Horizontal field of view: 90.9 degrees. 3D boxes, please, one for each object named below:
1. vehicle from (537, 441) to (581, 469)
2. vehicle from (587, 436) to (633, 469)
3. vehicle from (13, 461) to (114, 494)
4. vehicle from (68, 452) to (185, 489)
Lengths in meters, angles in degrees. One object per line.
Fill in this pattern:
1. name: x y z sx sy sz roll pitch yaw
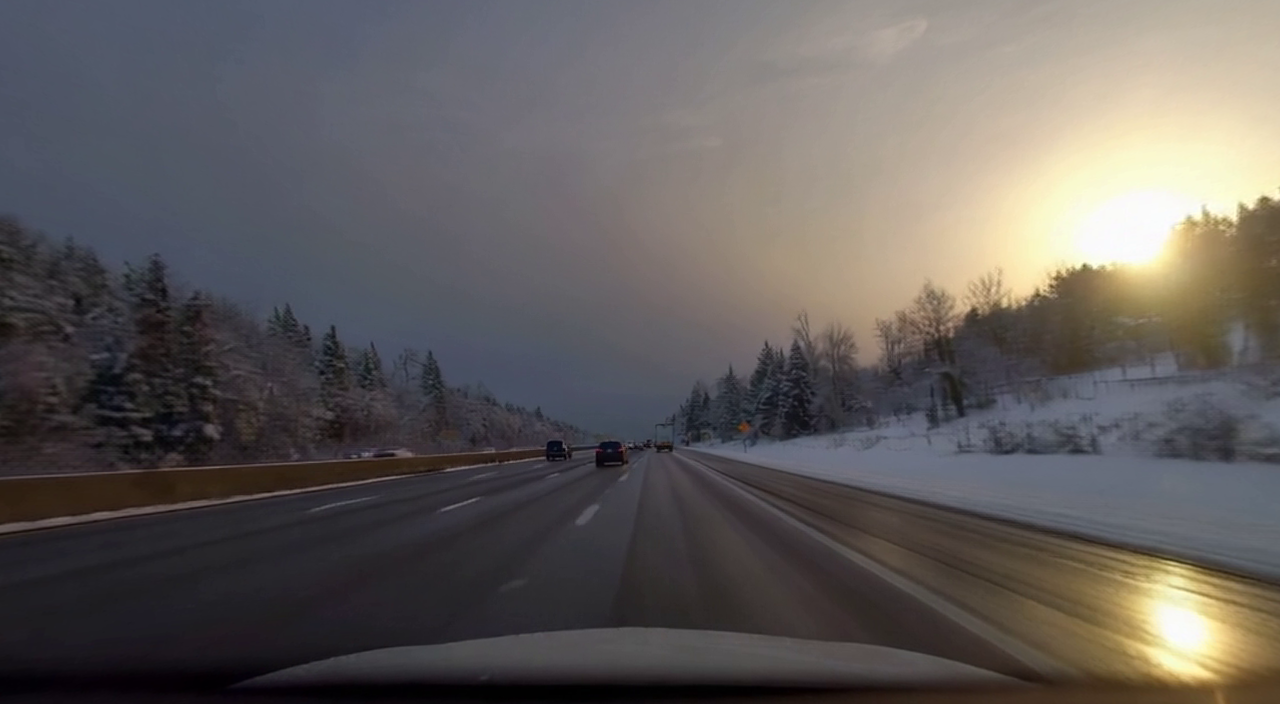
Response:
1. vehicle: -5.162 6.625 40.803 2.062 1.691 4.278 0 -8 2
2. vehicle: -1.663 5.873 36.957 2.283 1.802 4.810 0 -9 3
3. vehicle: -30.838 6.672 33.888 1.740 1.553 3.840 0 -8 0
4. vehicle: -27.185 6.271 33.661 2.068 1.767 4.794 0 -8 2
